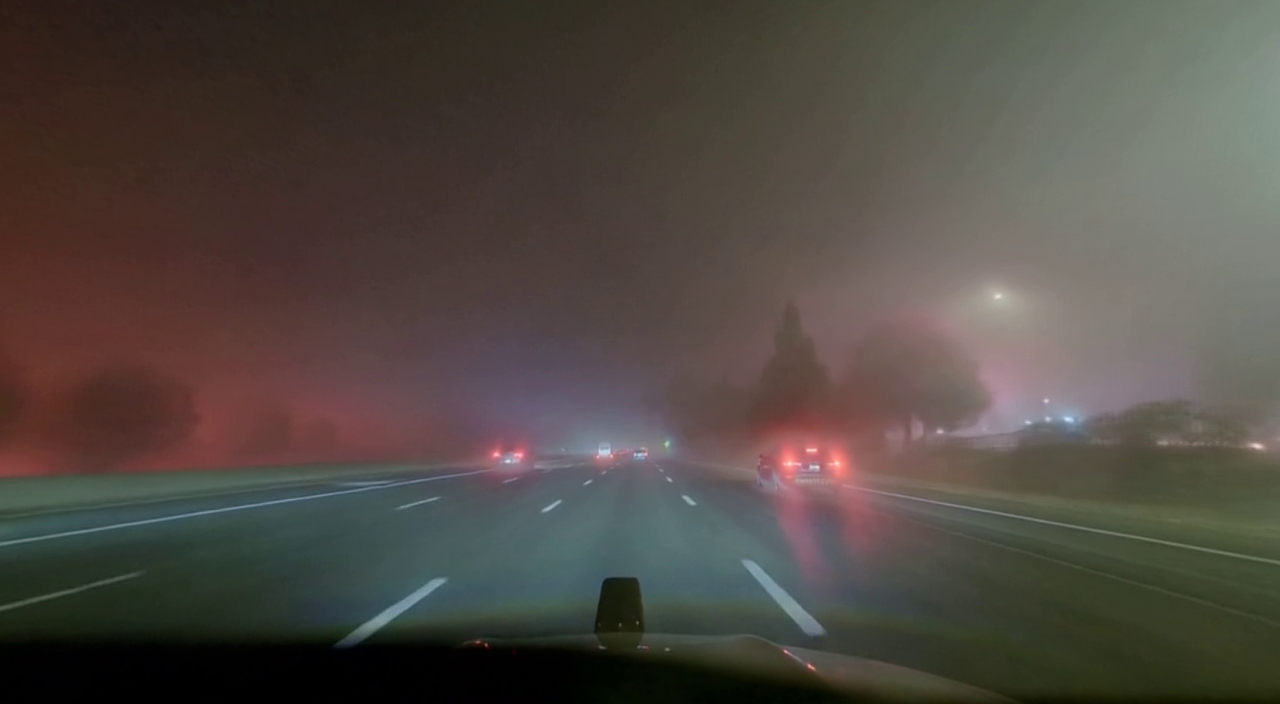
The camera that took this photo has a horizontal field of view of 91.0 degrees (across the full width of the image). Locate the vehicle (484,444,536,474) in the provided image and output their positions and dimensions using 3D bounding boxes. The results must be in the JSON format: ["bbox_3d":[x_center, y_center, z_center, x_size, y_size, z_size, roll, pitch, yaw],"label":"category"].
[{"bbox_3d":[-7.120,5.903,34.934,1.985,1.513,4.172,0,-9,1],"label":"vehicle"}]
